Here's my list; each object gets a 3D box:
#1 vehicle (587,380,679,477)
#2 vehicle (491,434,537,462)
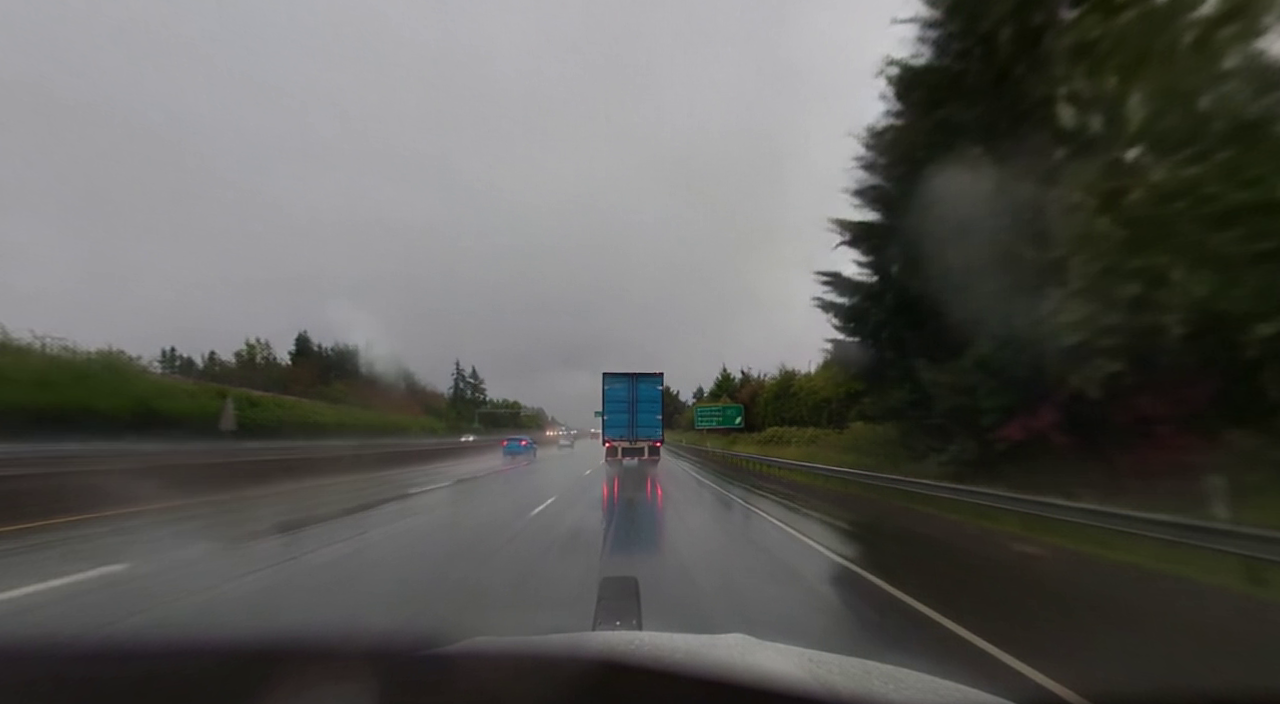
[{"bbox_3d":[-0.335,3.643,29.487,3.033,3.223,14.836,3,-8,0],"label":"vehicle"},{"bbox_3d":[-7.166,5.464,36.082,1.856,1.479,3.710,0,-8,0],"label":"vehicle"}]
